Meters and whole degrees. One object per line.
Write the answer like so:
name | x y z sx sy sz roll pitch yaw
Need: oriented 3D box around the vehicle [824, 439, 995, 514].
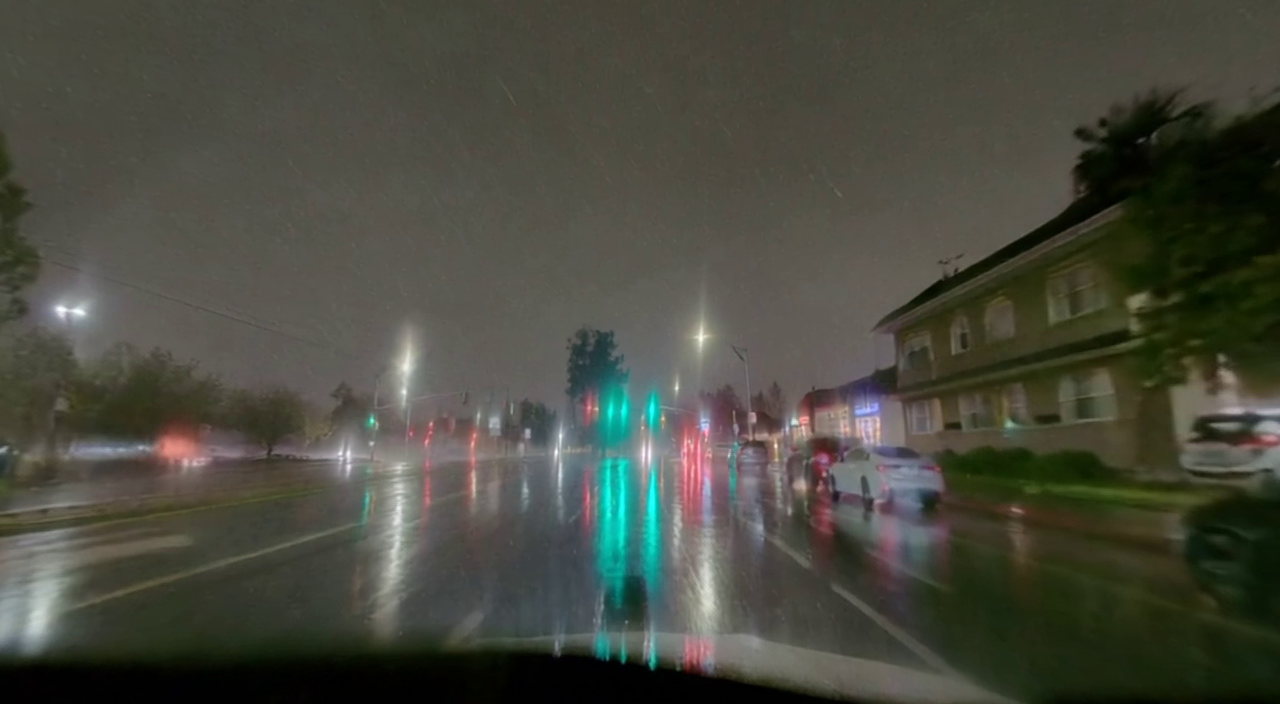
vehicle | 6.020 2.828 14.851 1.855 1.463 4.729 0 -9 -1

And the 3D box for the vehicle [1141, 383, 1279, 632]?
vehicle | 5.889 0.934 3.196 2.218 1.842 5.475 0 -9 1

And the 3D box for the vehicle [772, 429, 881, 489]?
vehicle | 5.972 3.510 20.920 1.965 1.705 5.114 0 -9 -1

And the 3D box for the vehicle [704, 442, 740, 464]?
vehicle | 6.210 7.745 48.355 2.057 1.541 4.735 0 -9 -1

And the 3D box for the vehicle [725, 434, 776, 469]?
vehicle | 6.136 5.597 35.469 1.931 1.814 4.870 0 -9 0
